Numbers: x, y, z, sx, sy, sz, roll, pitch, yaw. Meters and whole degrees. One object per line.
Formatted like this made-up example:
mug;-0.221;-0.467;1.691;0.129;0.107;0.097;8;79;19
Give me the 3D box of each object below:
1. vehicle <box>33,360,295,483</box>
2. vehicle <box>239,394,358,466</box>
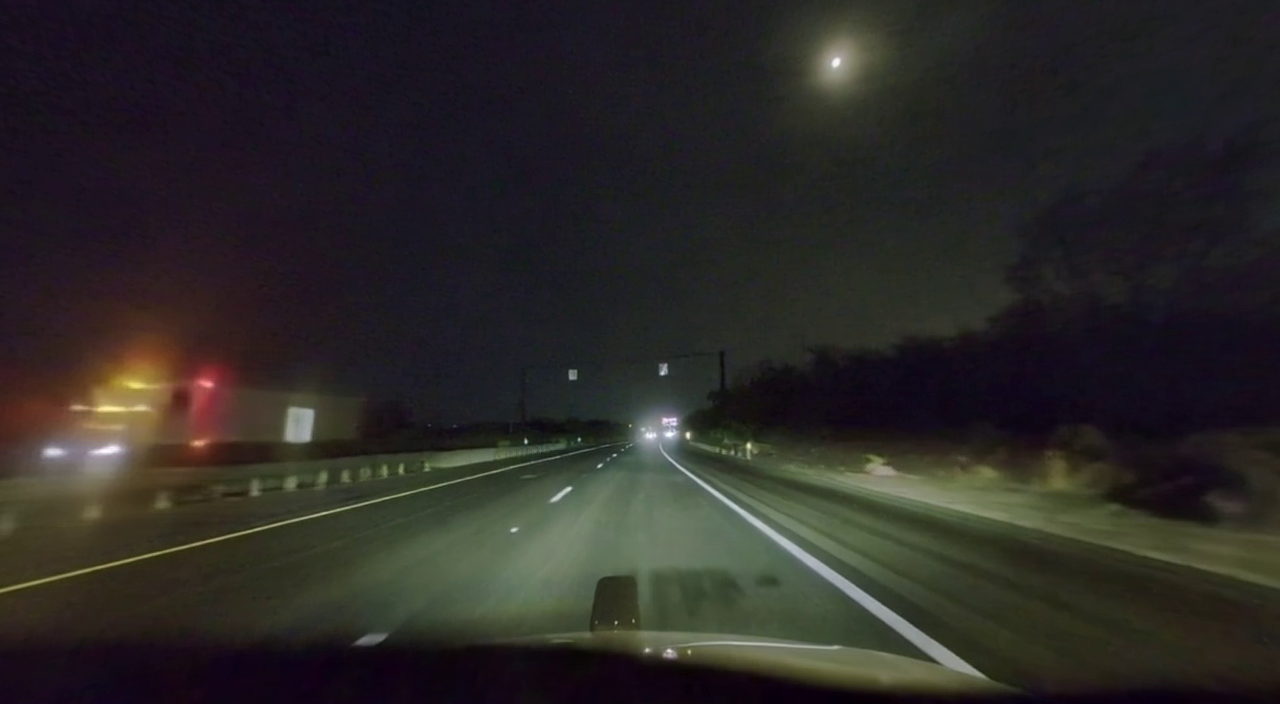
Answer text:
vehicle;-20.580;3.338;28.826;3.021;4.464;11.262;-1;-8;1
vehicle;-20.565;4.849;38.617;2.832;3.938;7.643;-1;-8;1
